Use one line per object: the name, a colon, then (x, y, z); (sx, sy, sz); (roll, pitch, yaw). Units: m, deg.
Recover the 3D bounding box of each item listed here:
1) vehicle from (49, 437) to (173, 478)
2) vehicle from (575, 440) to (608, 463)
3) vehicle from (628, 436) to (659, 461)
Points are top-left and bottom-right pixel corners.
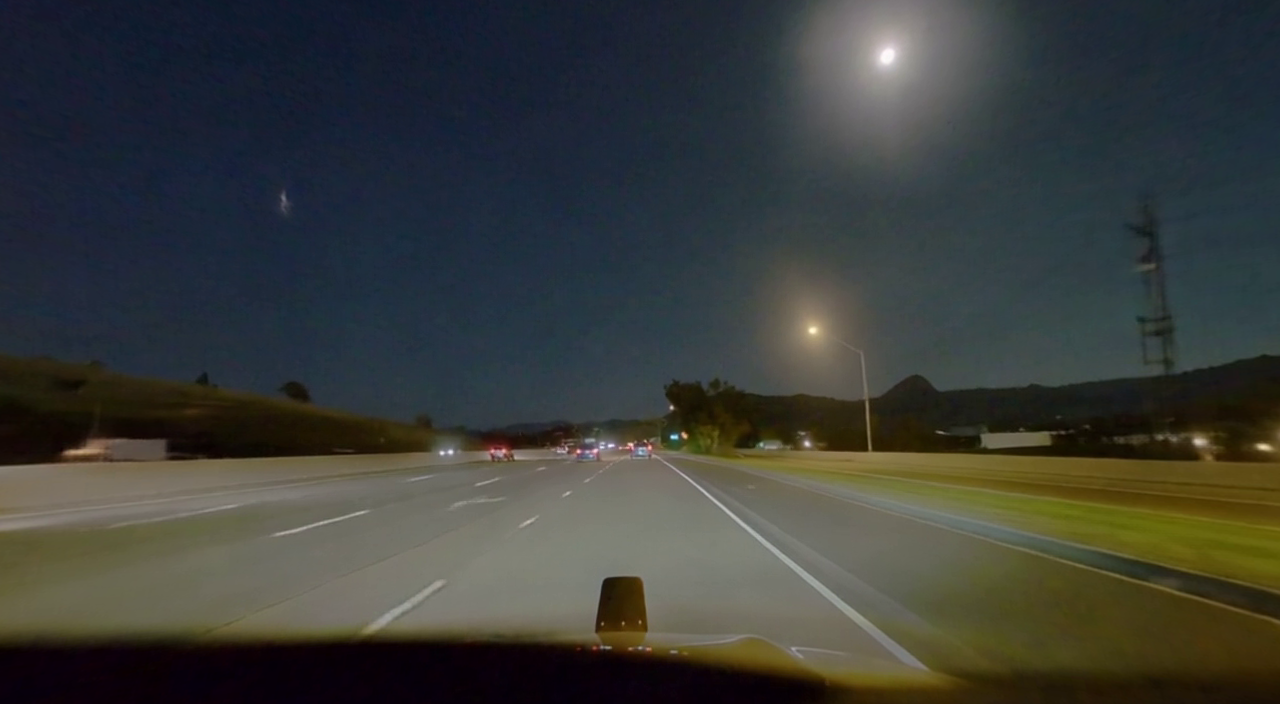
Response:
vehicle: (-35.823, 7.135, 43.080); (2.859, 2.588, 6.379); (0, -8, 1)
vehicle: (-3.411, 7.167, 45.492); (1.967, 1.517, 4.808); (0, -8, 0)
vehicle: (0.213, 7.230, 47.305); (2.194, 1.737, 4.127); (0, -8, -1)
